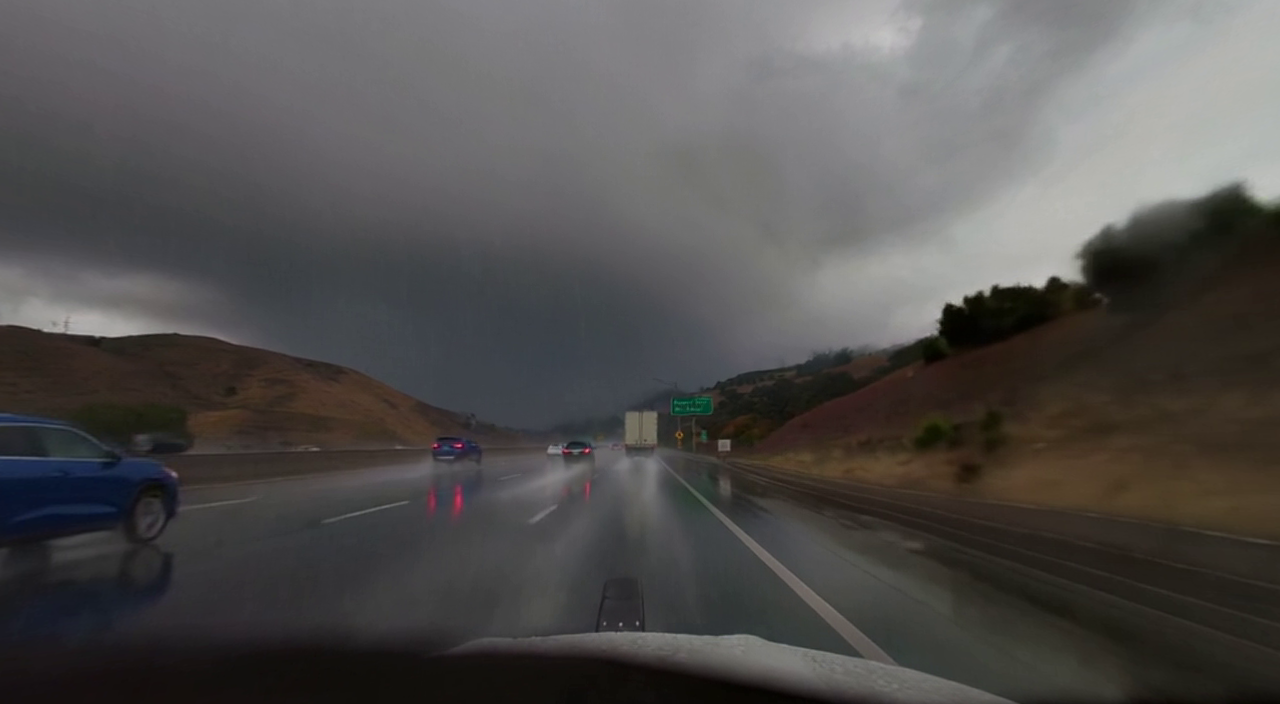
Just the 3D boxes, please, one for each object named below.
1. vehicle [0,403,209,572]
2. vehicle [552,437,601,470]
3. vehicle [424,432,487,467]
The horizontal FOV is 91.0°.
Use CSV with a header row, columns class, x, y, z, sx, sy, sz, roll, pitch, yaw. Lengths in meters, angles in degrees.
class,x,y,z,sx,sy,sz,roll,pitch,yaw
vehicle,-7.474,1.427,6.842,2.098,1.678,4.822,0,-9,0
vehicle,-3.540,5.747,35.907,2.194,1.725,4.698,0,-9,1
vehicle,-10.817,5.743,37.307,2.111,1.906,5.028,0,-9,1
